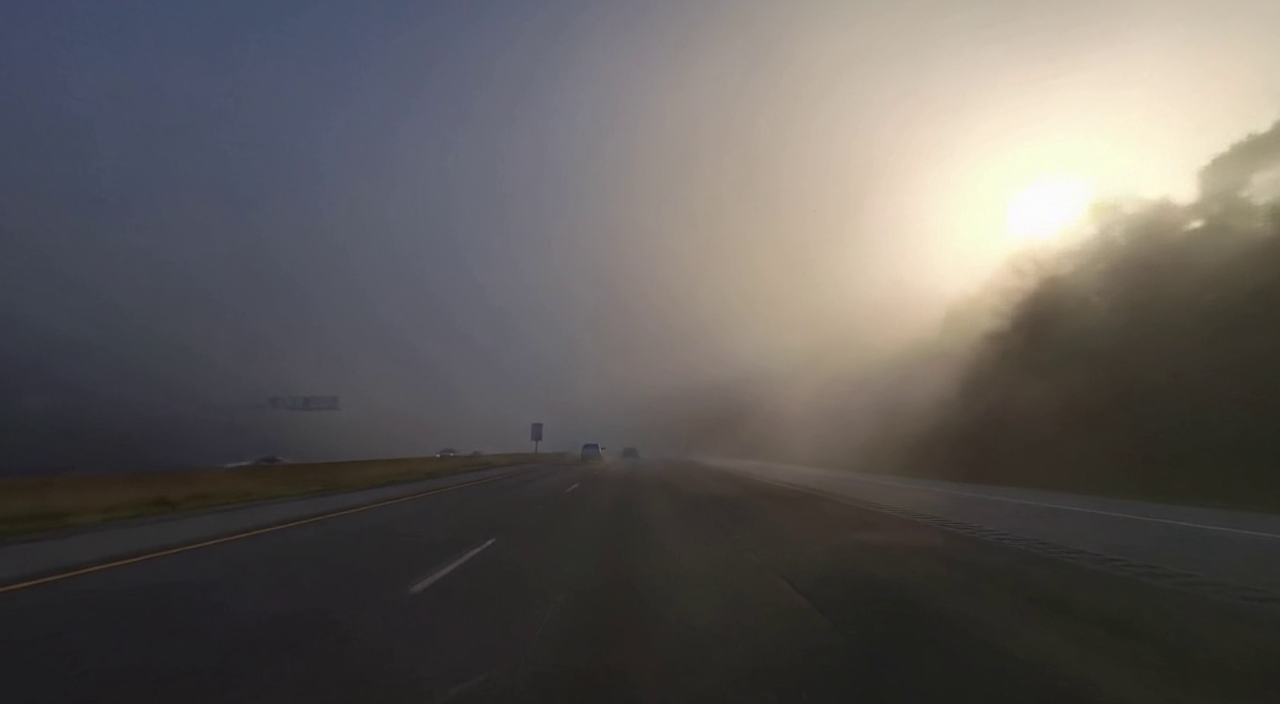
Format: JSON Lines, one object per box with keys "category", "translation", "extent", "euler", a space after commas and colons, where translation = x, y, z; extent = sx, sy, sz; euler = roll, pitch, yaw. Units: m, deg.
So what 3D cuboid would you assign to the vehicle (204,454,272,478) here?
{"category": "vehicle", "translation": [-29.009, 8.206, 45.777], "extent": [1.904, 1.613, 4.660], "euler": [0, -9, -1]}
